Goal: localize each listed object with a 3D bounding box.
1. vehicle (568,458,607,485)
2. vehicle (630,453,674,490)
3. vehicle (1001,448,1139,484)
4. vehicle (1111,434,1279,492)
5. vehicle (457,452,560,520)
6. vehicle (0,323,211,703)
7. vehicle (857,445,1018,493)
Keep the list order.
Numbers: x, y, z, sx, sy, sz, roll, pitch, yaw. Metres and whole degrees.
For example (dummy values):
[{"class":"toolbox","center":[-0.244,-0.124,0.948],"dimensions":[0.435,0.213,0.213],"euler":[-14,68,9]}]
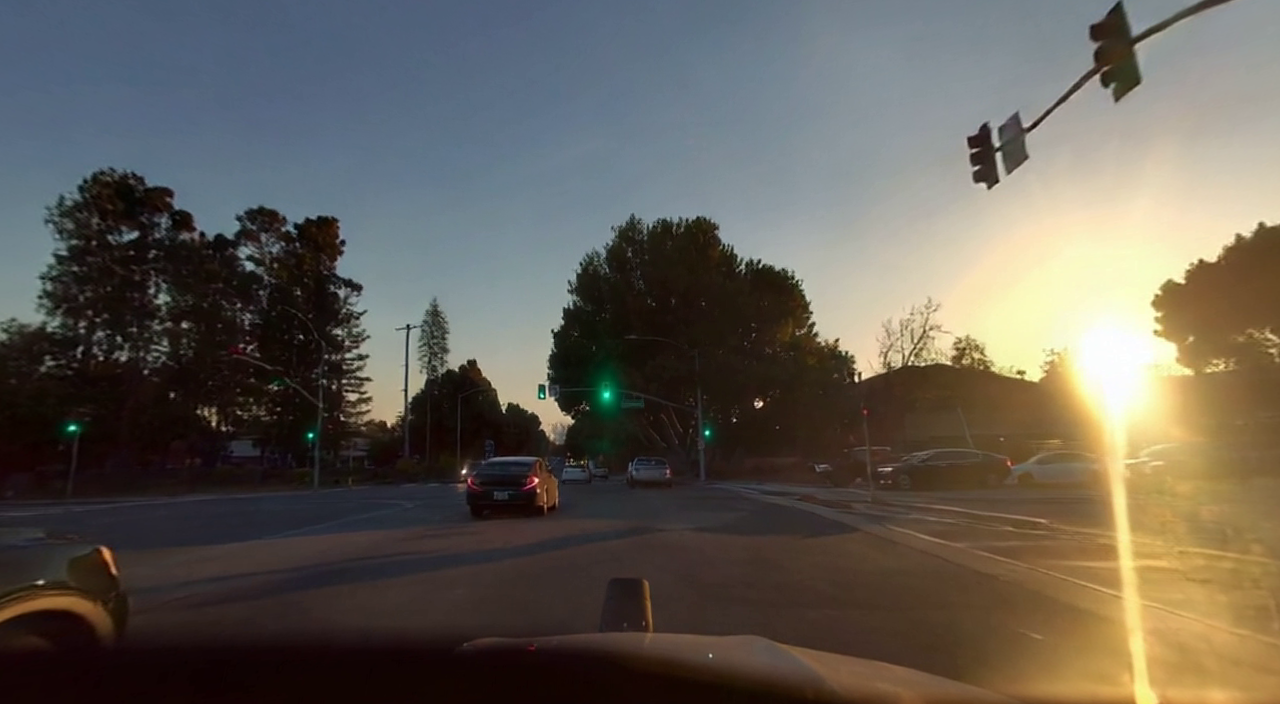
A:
[{"class":"vehicle","center":[-3.271,7.542,40.025],"dimensions":[2.013,1.474,4.393],"euler":[0,-8,1]},{"class":"vehicle","center":[0.577,6.078,32.362],"dimensions":[2.163,1.678,3.846],"euler":[0,-8,0]},{"class":"vehicle","center":[18.669,4.954,27.540],"dimensions":[4.478,1.495,2.063],"euler":[0,-8,0]},{"class":"vehicle","center":[20.986,4.129,23.740],"dimensions":[4.585,1.681,2.140],"euler":[-5,-7,1]},{"class":"vehicle","center":[-3.329,3.446,16.675],"dimensions":[1.960,1.528,3.490],"euler":[0,-8,0]},{"class":"vehicle","center":[-3.193,0.590,0.646],"dimensions":[2.190,1.766,4.649],"euler":[0,-8,0]},{"class":"vehicle","center":[10.989,4.391,23.570],"dimensions":[4.875,1.473,2.077],"euler":[-2,-12,-1]}]
